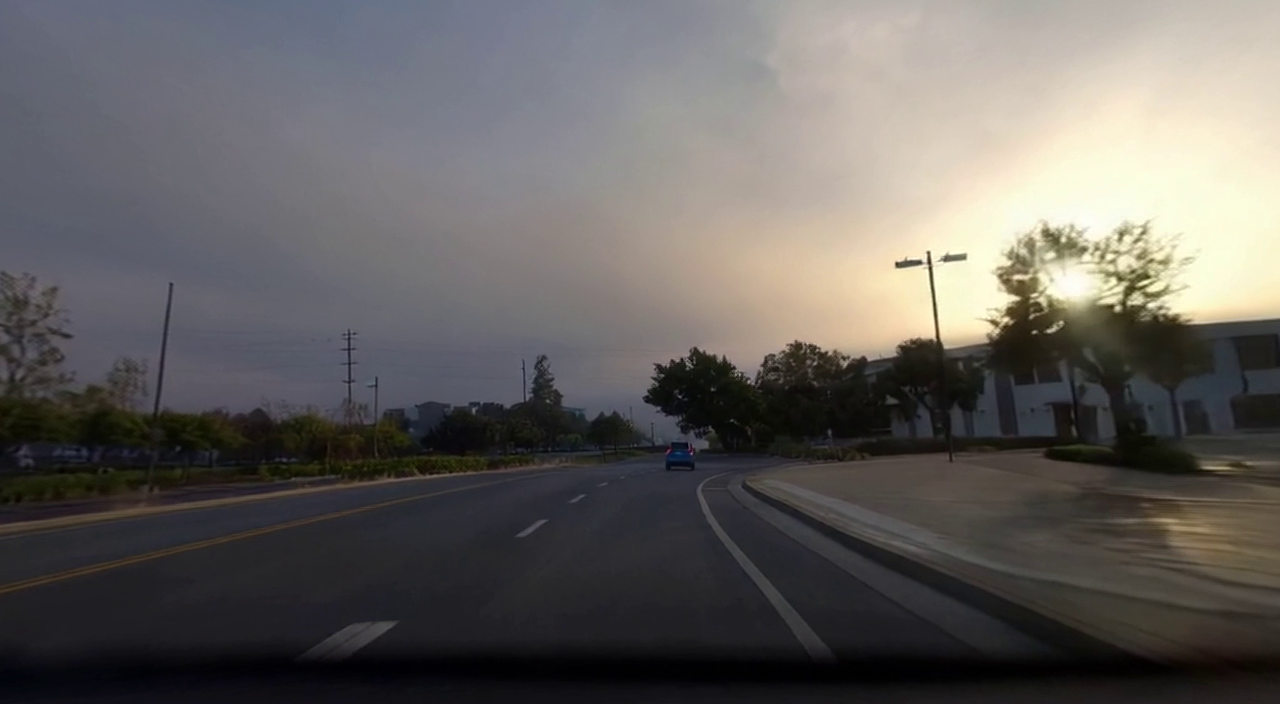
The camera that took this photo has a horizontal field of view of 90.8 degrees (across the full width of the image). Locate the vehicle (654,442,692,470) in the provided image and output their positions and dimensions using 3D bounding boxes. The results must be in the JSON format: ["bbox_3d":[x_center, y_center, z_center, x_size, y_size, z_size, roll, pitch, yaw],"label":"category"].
[{"bbox_3d":[2.339,7.124,43.503,2.370,1.781,4.440,-1,-8,6],"label":"vehicle"}]
